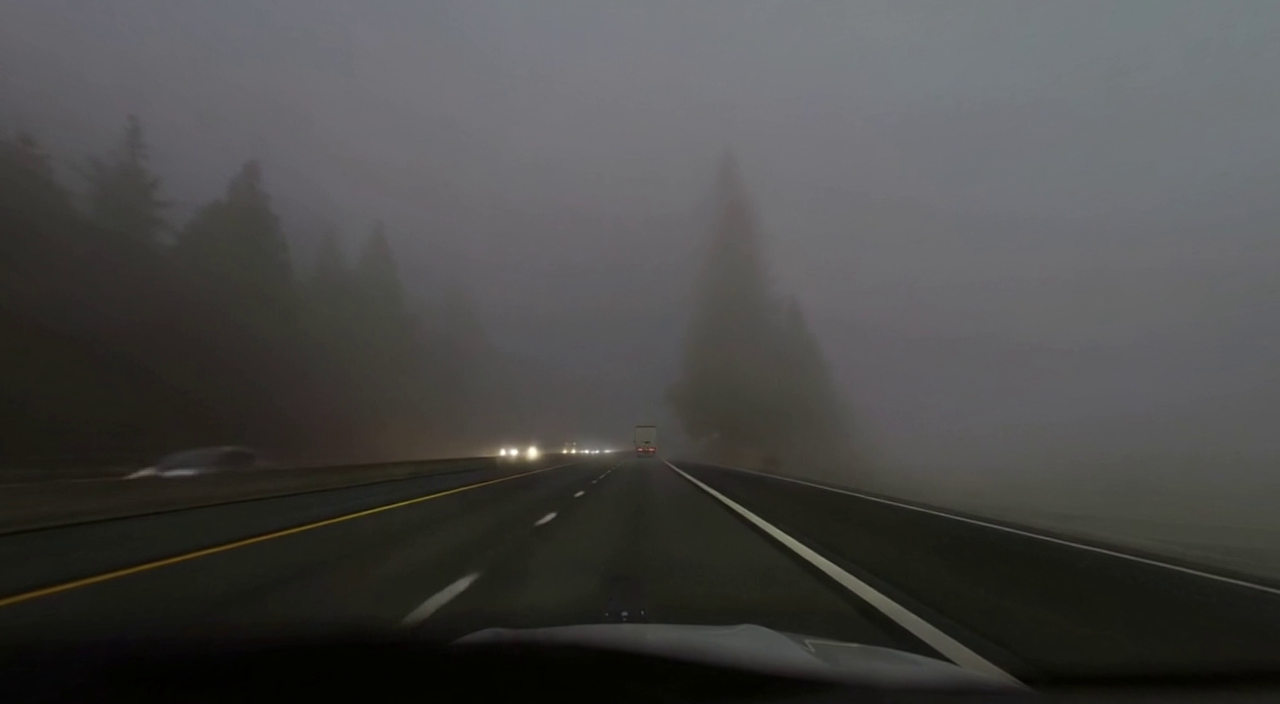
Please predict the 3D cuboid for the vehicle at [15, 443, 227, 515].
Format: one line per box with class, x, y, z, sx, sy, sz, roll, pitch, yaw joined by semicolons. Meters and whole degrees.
vehicle;-12.000;2.924;14.963;1.761;1.451;3.782;0;-9;0
